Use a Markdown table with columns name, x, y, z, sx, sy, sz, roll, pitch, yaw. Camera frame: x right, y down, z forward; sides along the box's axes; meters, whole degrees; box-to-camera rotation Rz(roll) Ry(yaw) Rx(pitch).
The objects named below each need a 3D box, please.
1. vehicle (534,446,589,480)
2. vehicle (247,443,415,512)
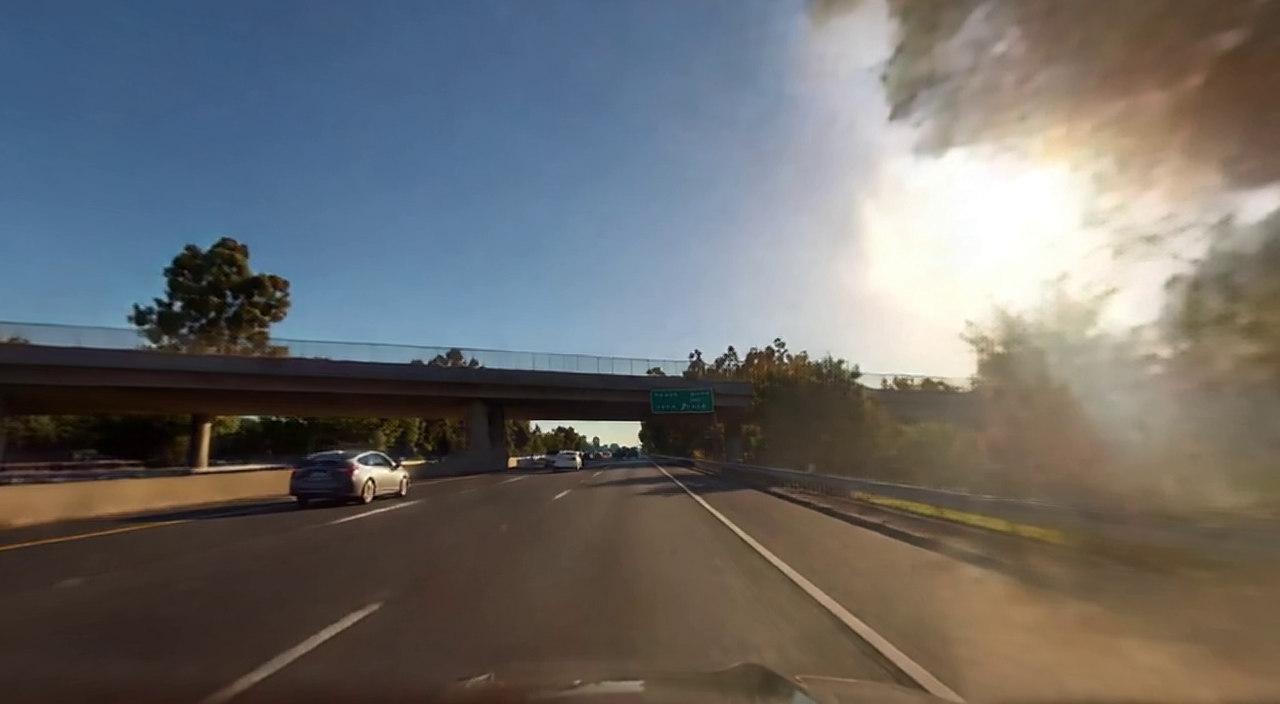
| name | x | y | z | sx | sy | sz | roll | pitch | yaw |
| --- | --- | --- | --- | --- | --- | --- | --- | --- | --- |
| vehicle | -3.857 | 5.575 | 31.874 | 2.102 | 1.571 | 4.666 | 0 | -9 | 1 |
| vehicle | -7.729 | 3.169 | 16.391 | 2.002 | 1.507 | 4.631 | 0 | -9 | 0 |
